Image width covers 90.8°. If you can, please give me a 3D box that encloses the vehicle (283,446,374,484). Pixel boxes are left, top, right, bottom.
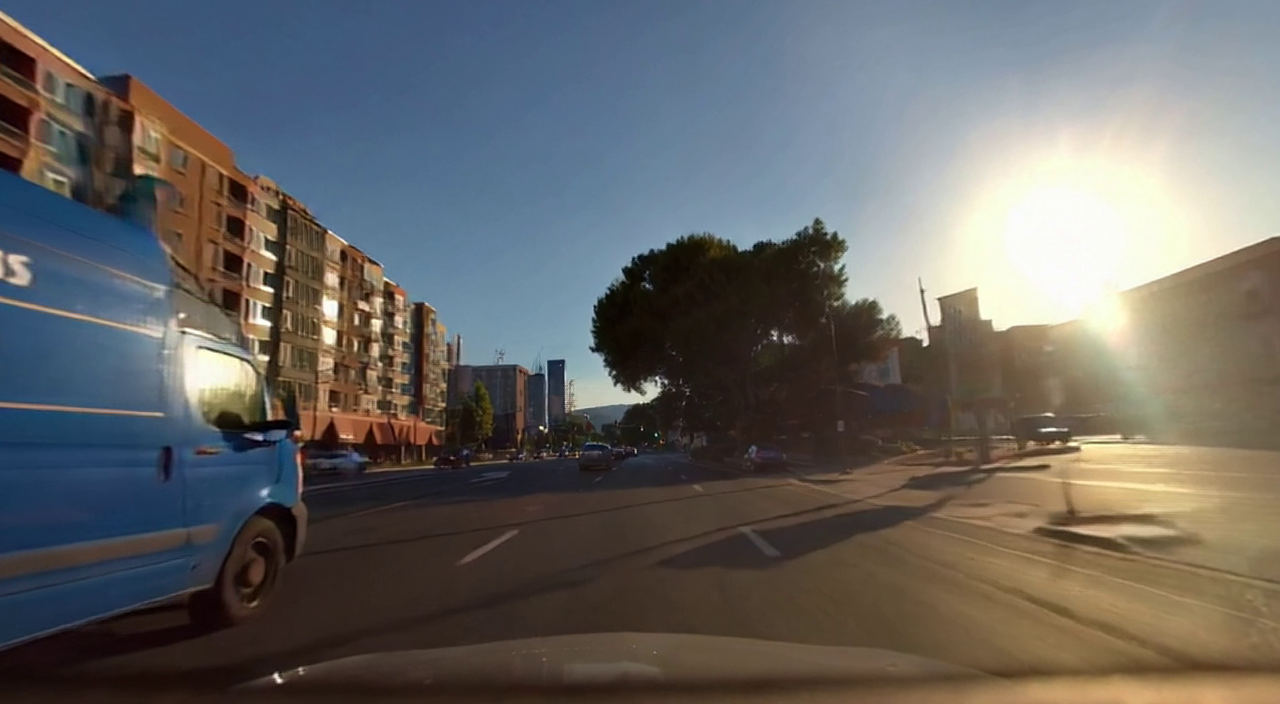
[{"bbox_3d":[-14.993,5.445,30.754,2.151,1.705,4.537,0,-9,-1],"label":"vehicle"}]

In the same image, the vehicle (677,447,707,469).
[{"bbox_3d":[3.791,7.783,46.649,1.878,1.534,4.120,0,-9,-1],"label":"vehicle"}]

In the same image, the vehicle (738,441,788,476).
[{"bbox_3d":[6.759,5.896,35.156,2.175,1.770,4.373,-1,-9,4],"label":"vehicle"}]

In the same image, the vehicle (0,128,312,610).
[{"bbox_3d":[-5.373,0.102,3.913,2.763,2.974,7.562,0,-8,-2],"label":"vehicle"}]

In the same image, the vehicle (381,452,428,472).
[{"bbox_3d":[-18.319,8.571,49.404,1.911,1.476,4.602,0,-9,0],"label":"vehicle"}]

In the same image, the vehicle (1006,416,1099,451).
[{"bbox_3d":[30.895,6.160,47.455,5.204,2.465,2.316,-1,-9,5],"label":"vehicle"}]

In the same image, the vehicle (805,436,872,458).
[{"bbox_3d":[15.235,7.305,48.697,4.527,1.637,1.887,0,-9,0],"label":"vehicle"}]

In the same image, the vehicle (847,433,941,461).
[{"bbox_3d":[15.370,5.801,38.460,4.830,1.605,1.982,-1,-9,4],"label":"vehicle"}]
